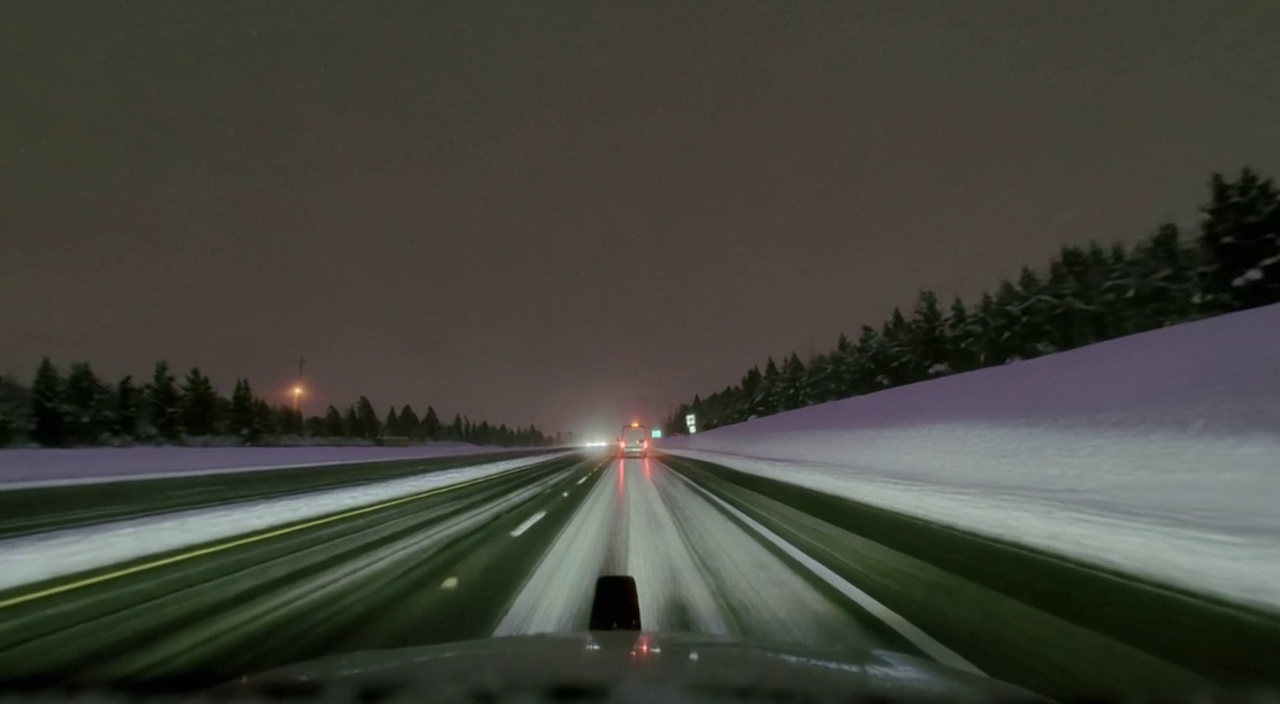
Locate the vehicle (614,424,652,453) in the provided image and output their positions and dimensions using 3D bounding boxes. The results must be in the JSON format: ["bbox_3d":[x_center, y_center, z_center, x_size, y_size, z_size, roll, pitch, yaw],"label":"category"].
[{"bbox_3d":[-0.491,5.309,38.701,2.157,1.647,4.524,0,-8,-3],"label":"vehicle"}]
